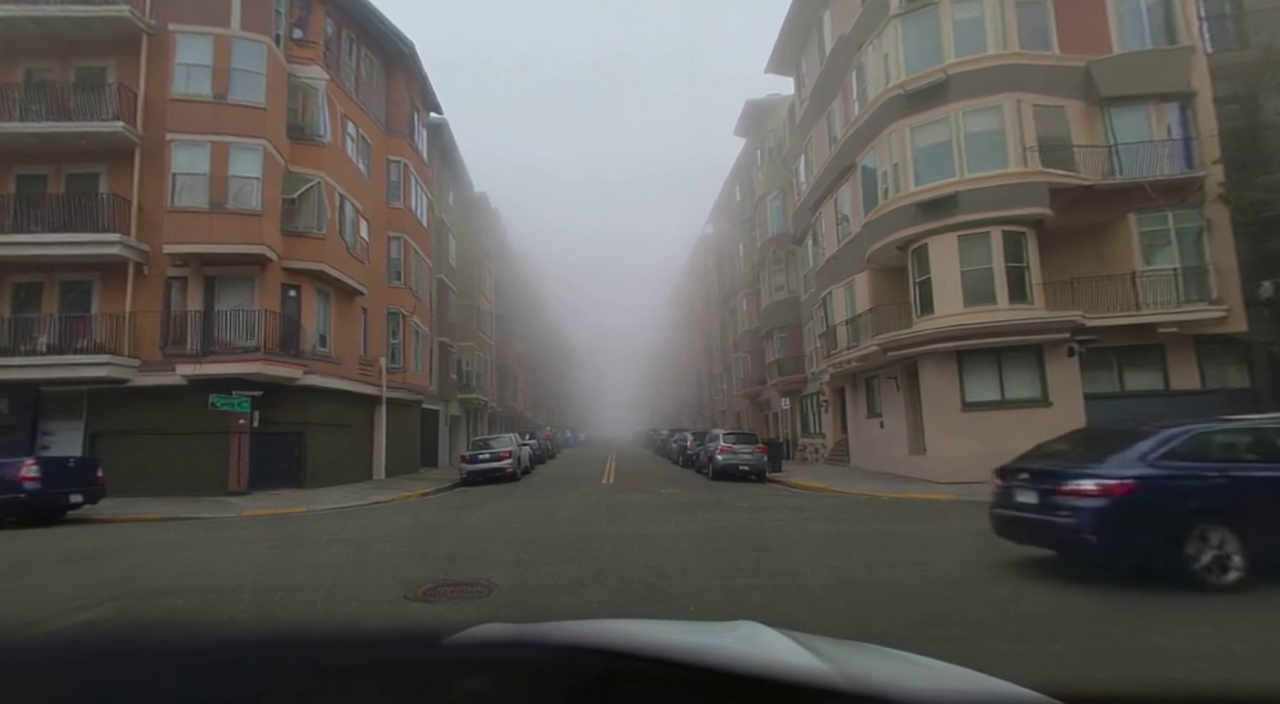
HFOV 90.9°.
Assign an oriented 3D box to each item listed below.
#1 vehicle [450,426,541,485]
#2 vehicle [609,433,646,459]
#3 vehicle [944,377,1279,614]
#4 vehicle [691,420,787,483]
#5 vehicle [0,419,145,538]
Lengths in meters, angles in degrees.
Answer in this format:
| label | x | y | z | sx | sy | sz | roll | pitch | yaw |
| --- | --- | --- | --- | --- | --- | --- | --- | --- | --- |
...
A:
| label | x | y | z | sx | sy | sz | roll | pitch | yaw |
| --- | --- | --- | --- | --- | --- | --- | --- | --- | --- |
| vehicle | -3.940 | 2.858 | 17.729 | 1.882 | 1.459 | 3.518 | 0 | -8 | -3 |
| vehicle | -0.794 | 6.367 | 42.751 | 2.341 | 1.675 | 4.360 | 0 | -8 | 0 |
| vehicle | 5.406 | 1.119 | 5.548 | 4.469 | 1.566 | 1.993 | 1 | -8 | -8 |
| vehicle | 2.605 | 2.712 | 17.503 | 1.868 | 1.544 | 3.869 | 0 | -8 | -2 |
| vehicle | -10.875 | 1.883 | 9.723 | 4.679 | 1.631 | 2.025 | 0 | -8 | -1 |
